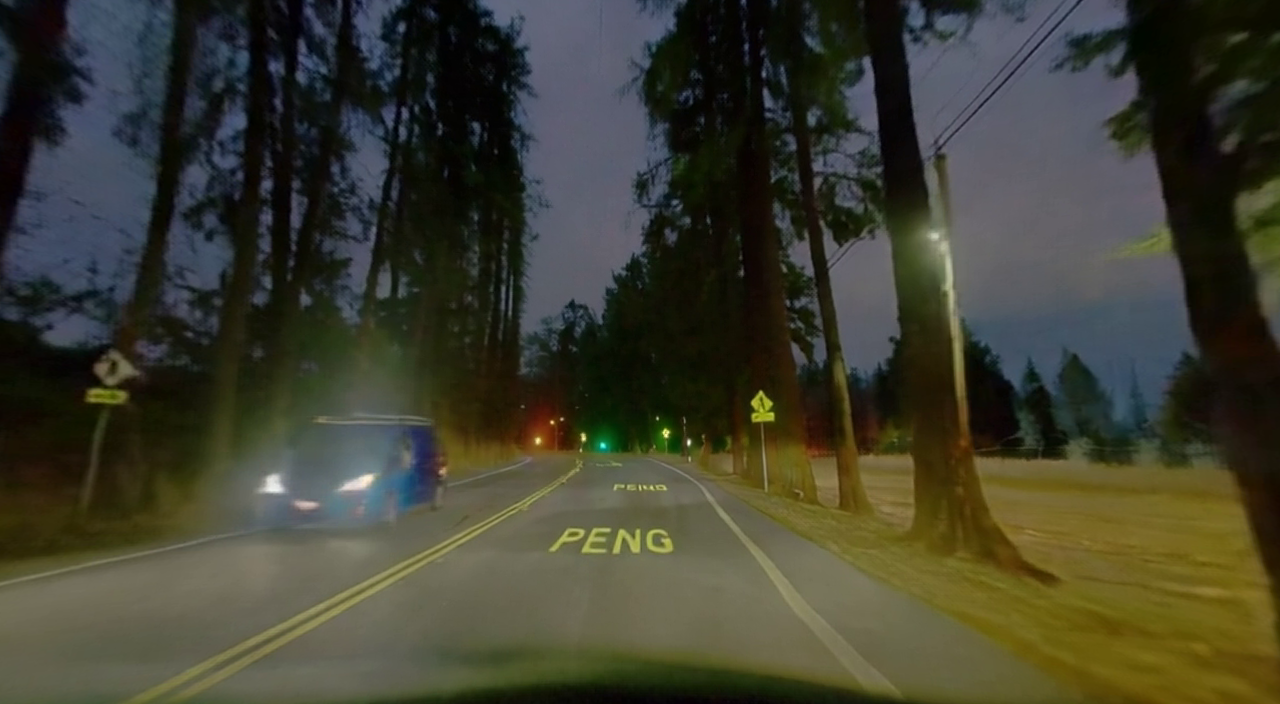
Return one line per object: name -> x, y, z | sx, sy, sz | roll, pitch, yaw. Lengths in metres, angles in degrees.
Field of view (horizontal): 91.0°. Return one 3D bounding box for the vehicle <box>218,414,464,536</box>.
vehicle -> -5.563, 2.389, 12.974 | 2.394, 1.900, 5.863 | 0, -8, -2
